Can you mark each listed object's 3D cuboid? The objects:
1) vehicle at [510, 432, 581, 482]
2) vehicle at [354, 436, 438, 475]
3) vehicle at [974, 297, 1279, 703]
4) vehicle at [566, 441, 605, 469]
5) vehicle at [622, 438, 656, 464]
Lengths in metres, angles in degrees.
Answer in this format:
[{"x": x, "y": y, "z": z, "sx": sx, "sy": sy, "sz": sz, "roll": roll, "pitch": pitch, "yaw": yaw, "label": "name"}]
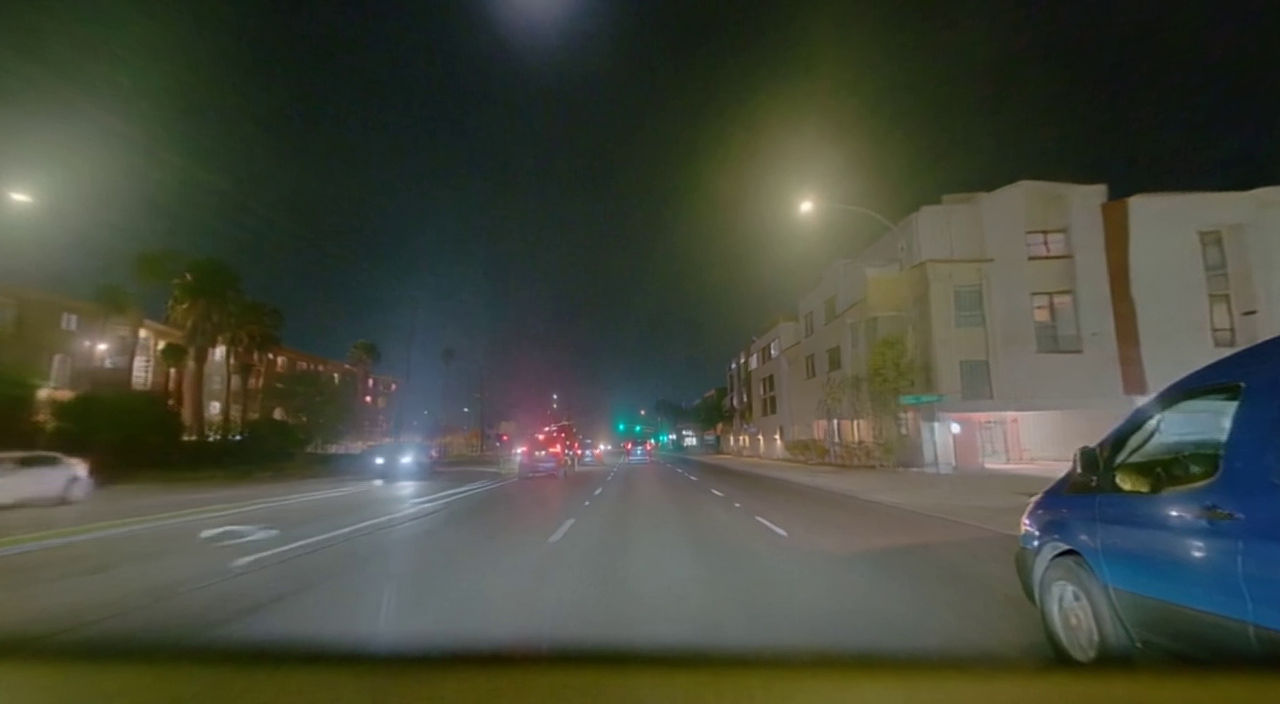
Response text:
[{"x": -3.405, "y": 3.866, "z": 23.515, "sx": 1.967, "sy": 1.703, "sz": 4.157, "roll": 0, "pitch": -8, "yaw": 0, "label": "vehicle"}, {"x": -11.959, "y": 5.093, "z": 31.398, "sx": 2.242, "sy": 1.770, "sz": 4.782, "roll": 0, "pitch": -8, "yaw": 0, "label": "vehicle"}, {"x": 3.710, "y": 0.718, "z": 2.380, "sx": 2.234, "sy": 1.912, "sz": 4.847, "roll": 0, "pitch": -8, "yaw": 0, "label": "vehicle"}, {"x": -3.015, "y": 5.776, "z": 35.612, "sx": 1.869, "sy": 1.454, "sz": 4.142, "roll": 0, "pitch": -8, "yaw": -1, "label": "vehicle"}, {"x": -0.119, "y": 6.951, "z": 44.511, "sx": 2.191, "sy": 1.761, "sz": 3.857, "roll": 0, "pitch": -8, "yaw": -2, "label": "vehicle"}]
